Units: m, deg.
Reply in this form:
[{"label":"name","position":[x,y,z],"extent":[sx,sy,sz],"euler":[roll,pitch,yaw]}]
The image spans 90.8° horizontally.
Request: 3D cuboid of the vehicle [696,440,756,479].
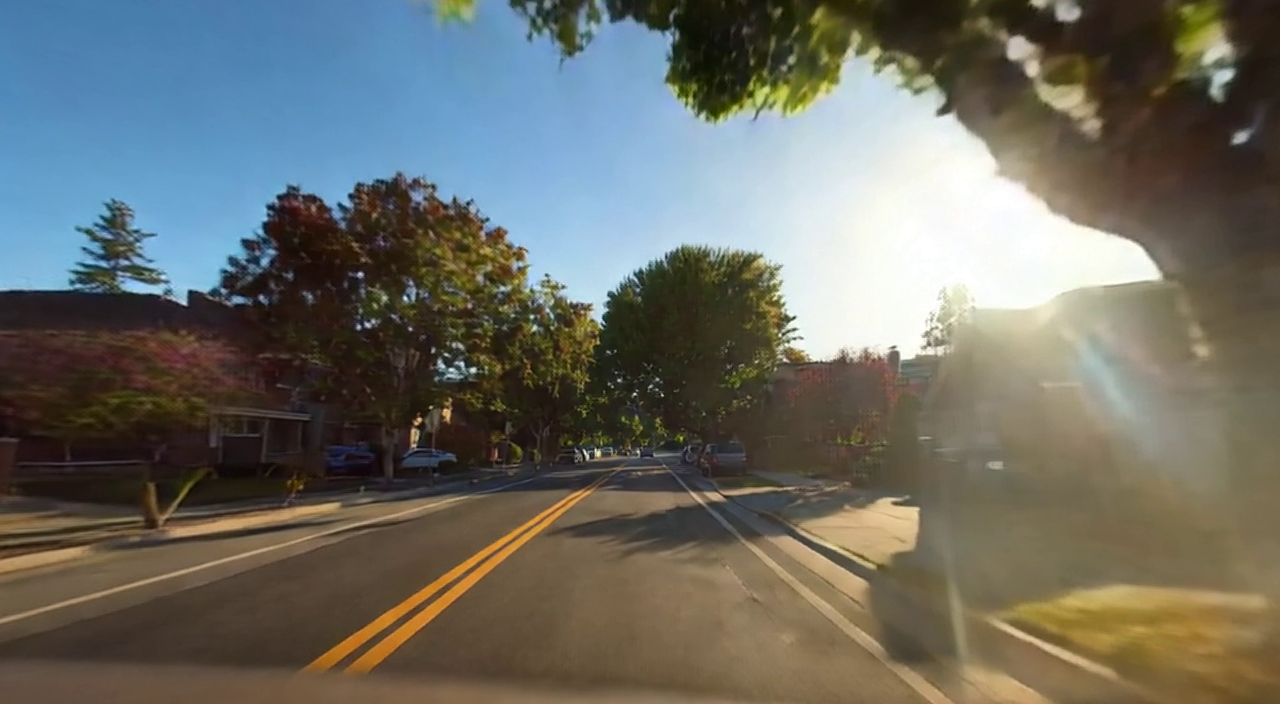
[{"label":"vehicle","position":[4.126,5.273,31.116],"extent":[1.937,1.752,4.574],"euler":[1,-9,-5]}]
